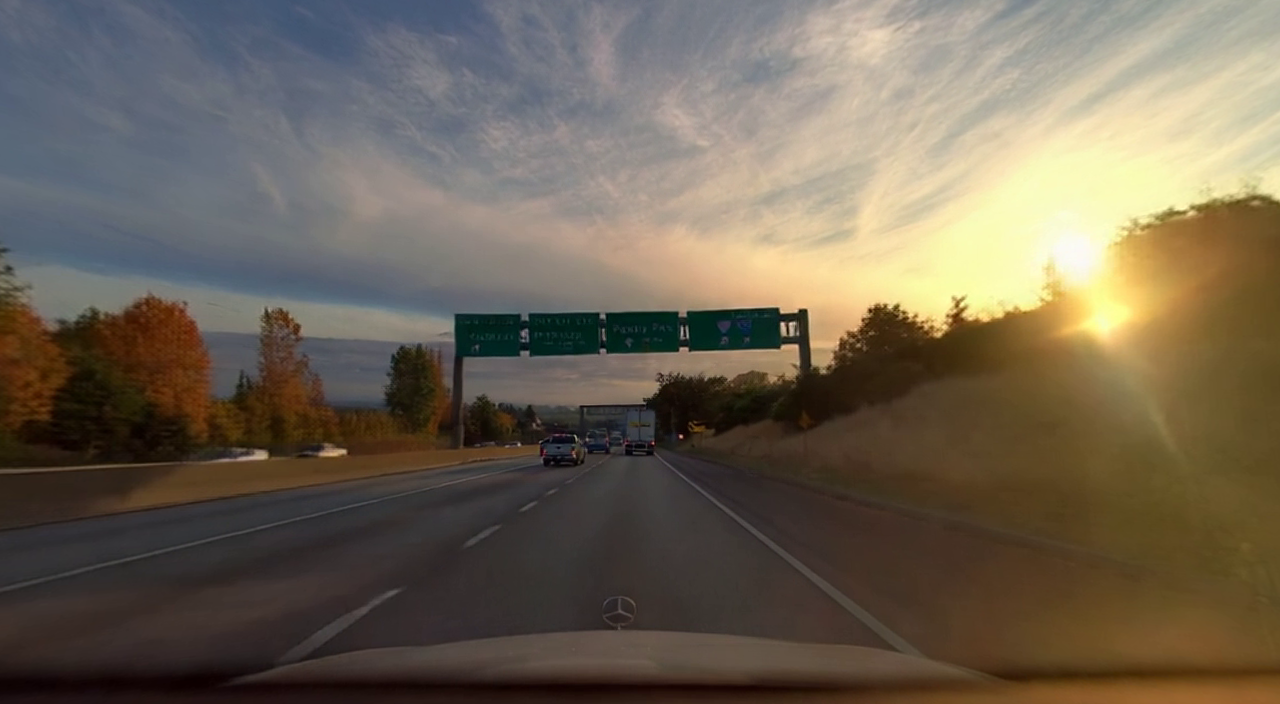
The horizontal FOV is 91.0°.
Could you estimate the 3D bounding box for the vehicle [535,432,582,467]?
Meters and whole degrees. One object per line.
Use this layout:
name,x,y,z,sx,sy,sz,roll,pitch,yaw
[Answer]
vehicle,-4.494,5.442,35.373,2.127,1.839,4.984,0,-8,-2

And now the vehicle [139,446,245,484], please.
vehicle,-19.025,4.778,26.977,1.720,1.436,3.804,0,-8,0

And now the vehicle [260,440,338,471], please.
vehicle,-23.090,6.994,42.945,2.199,1.919,5.601,0,-8,-1
